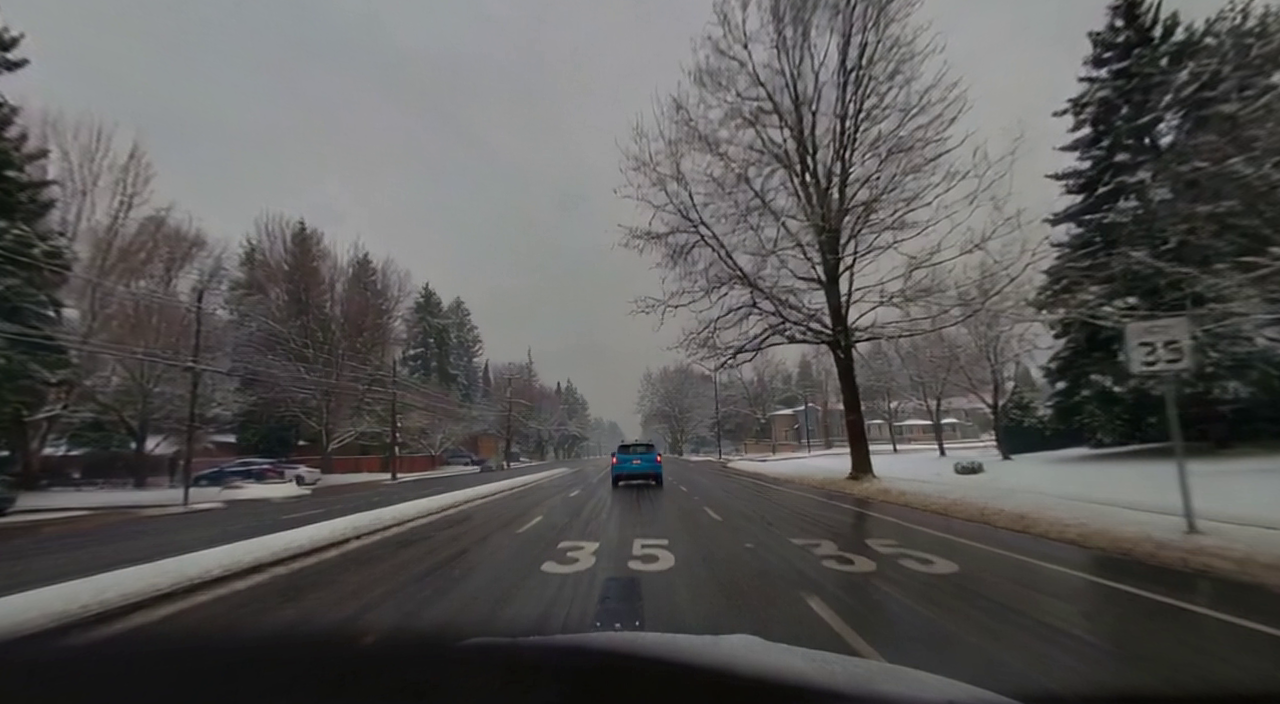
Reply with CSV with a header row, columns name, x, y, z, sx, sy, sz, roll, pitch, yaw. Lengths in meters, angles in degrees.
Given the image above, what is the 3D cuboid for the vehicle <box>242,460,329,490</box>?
name,x,y,z,sx,sy,sz,roll,pitch,yaw
vehicle,-21.820,7.560,38.986,4.241,1.500,1.956,-4,-9,0

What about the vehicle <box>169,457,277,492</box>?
name,x,y,z,sx,sy,sz,roll,pitch,yaw
vehicle,-23.853,6.981,36.290,4.866,1.614,1.911,-3,-9,-2

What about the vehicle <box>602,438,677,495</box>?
name,x,y,z,sx,sy,sz,roll,pitch,yaw
vehicle,-0.043,3.684,20.628,2.181,1.639,4.127,0,-9,0
